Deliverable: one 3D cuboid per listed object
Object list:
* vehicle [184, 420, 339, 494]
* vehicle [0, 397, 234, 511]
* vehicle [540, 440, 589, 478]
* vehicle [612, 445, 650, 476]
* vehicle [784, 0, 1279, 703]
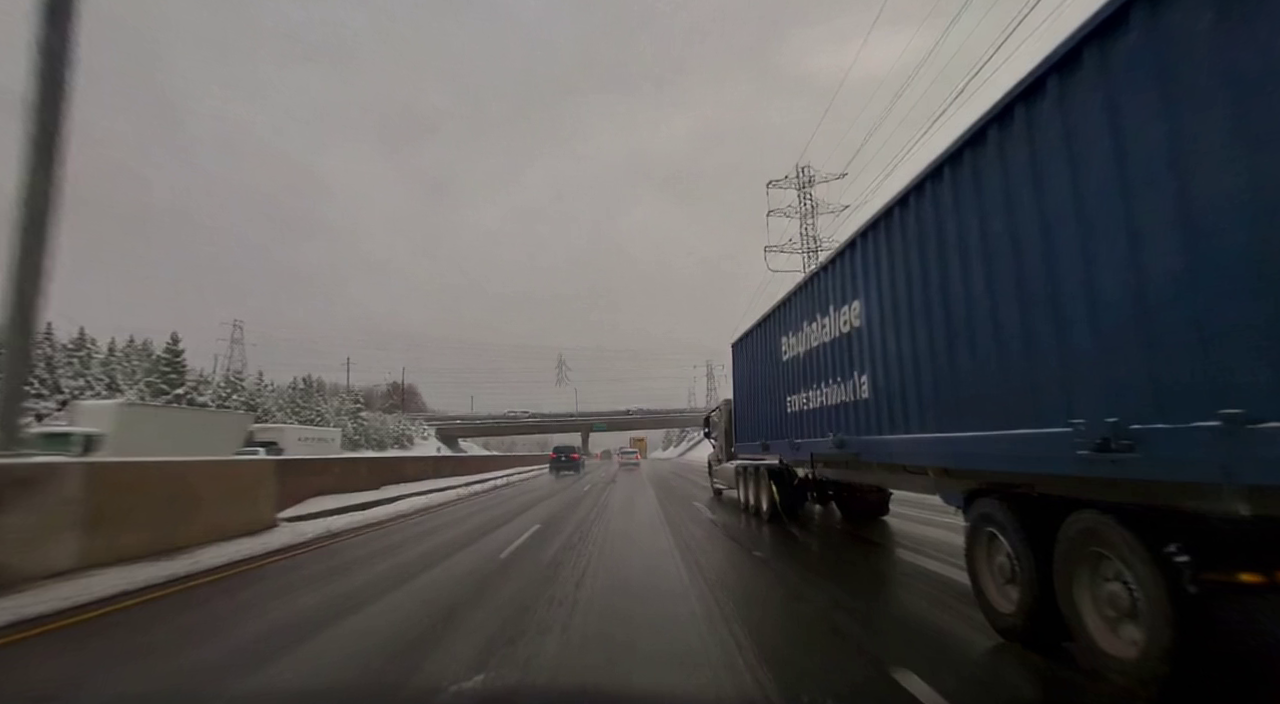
[{"bbox_3d":[-20.388,5.766,34.743,2.756,3.490,9.284,0,-9,0],"label":"vehicle"},{"bbox_3d":[-20.113,3.980,24.727,2.895,3.724,7.725,0,-9,0],"label":"vehicle"},{"bbox_3d":[-4.014,5.806,34.157,2.077,1.884,4.961,0,-9,-1],"label":"vehicle"},{"bbox_3d":[-0.512,6.098,35.320,2.004,1.615,4.113,0,-9,-1],"label":"vehicle"},{"bbox_3d":[3.930,0.222,6.081,2.859,3.917,8.481,0,-9,-1],"label":"vehicle"}]
